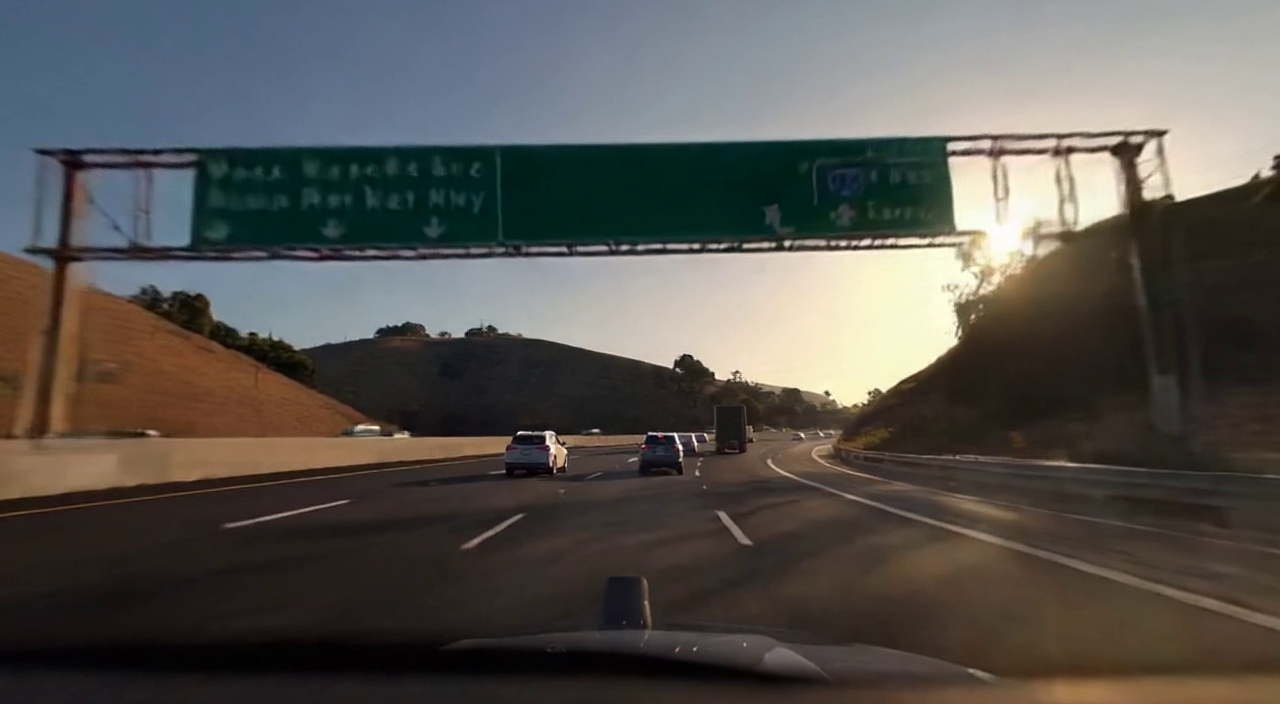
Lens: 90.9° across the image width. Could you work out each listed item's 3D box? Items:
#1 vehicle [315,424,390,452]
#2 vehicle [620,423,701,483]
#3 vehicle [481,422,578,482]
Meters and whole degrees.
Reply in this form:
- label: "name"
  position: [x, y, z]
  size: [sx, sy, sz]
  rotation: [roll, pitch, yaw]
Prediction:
- label: "vehicle"
  position: [-19.151, 5.806, 42.331]
  size: [2.302, 1.711, 4.966]
  rotation: [-1, -8, 6]
- label: "vehicle"
  position: [0.787, 3.440, 21.672]
  size: [2.484, 1.820, 4.497]
  rotation: [-1, -8, 4]
- label: "vehicle"
  position: [-3.426, 3.235, 20.530]
  size: [2.077, 1.712, 4.406]
  rotation: [-1, -8, 4]
